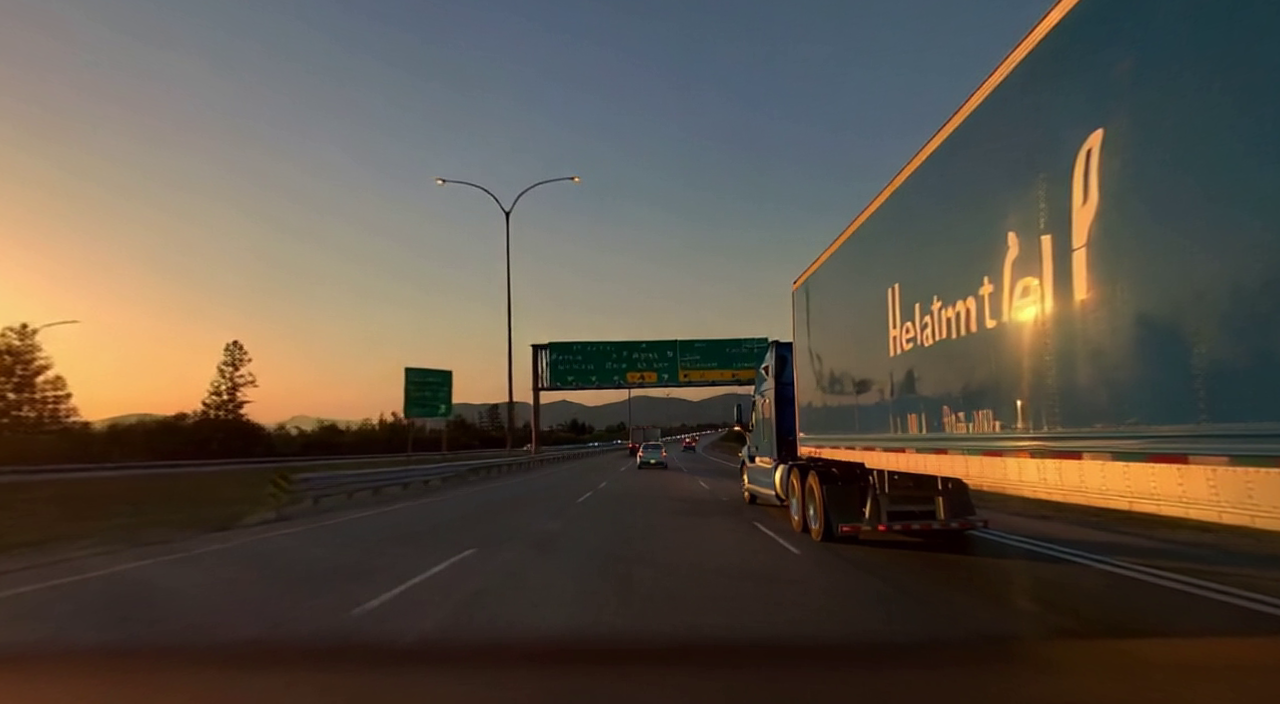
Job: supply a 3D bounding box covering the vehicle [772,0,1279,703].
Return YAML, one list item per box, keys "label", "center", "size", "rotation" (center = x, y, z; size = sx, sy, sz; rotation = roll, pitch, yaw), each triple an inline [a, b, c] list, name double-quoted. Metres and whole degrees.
- label: "vehicle"
  center: [3.943, -0.008, 4.259]
  size: [3.019, 4.145, 16.453]
  rotation: [0, -9, 2]

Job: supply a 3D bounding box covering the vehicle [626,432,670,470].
- label: "vehicle"
  center: [0.440, 5.324, 33.947]
  size: [2.205, 1.860, 4.301]
  rotation: [0, -9, 1]
